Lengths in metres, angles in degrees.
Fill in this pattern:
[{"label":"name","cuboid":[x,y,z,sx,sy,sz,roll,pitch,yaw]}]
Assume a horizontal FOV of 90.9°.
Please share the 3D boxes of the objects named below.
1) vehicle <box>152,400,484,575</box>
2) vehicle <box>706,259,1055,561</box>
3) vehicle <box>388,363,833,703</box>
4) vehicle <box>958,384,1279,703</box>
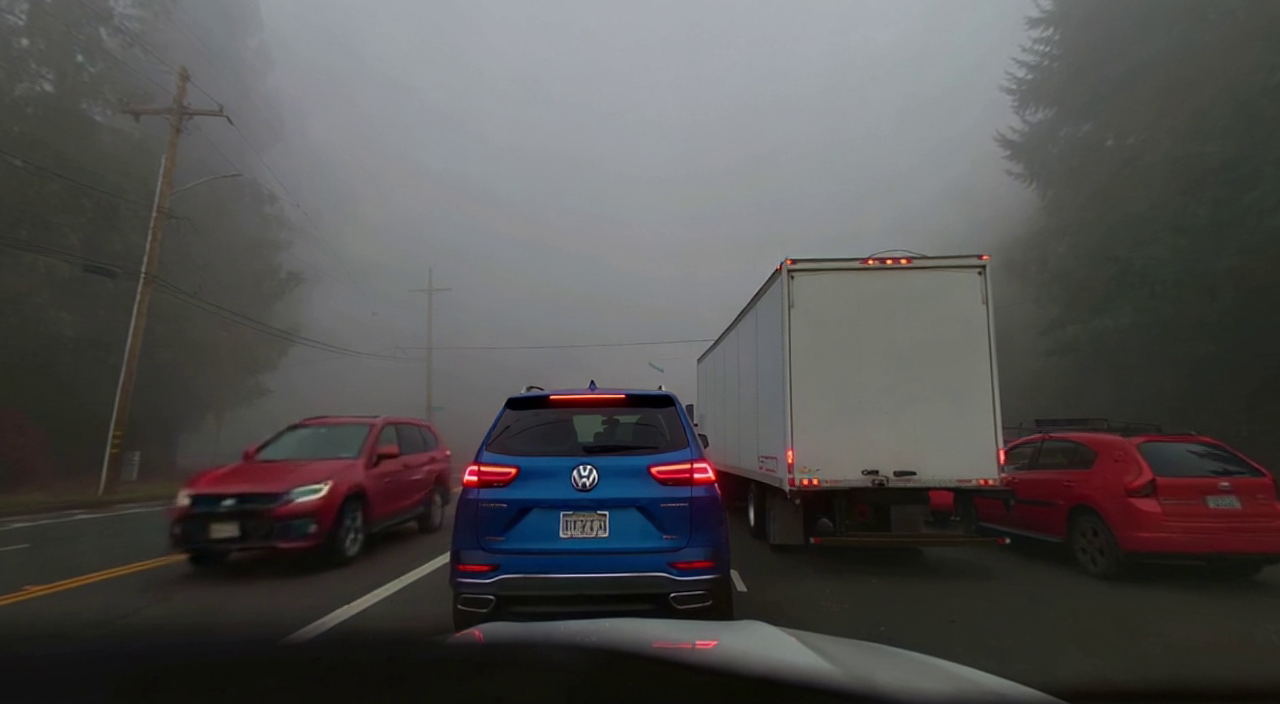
[{"label":"vehicle","cuboid":[-4.071,1.827,9.373,2.119,1.835,5.261,0,-8,0]},{"label":"vehicle","cuboid":[3.236,1.267,11.827,2.915,3.559,8.848,0,-8,-1]},{"label":"vehicle","cuboid":[-0.140,1.228,5.196,2.114,1.732,4.230,0,-8,0]},{"label":"vehicle","cuboid":[2.820,0.747,1.195,1.971,1.484,4.728,0,-8,0]}]
